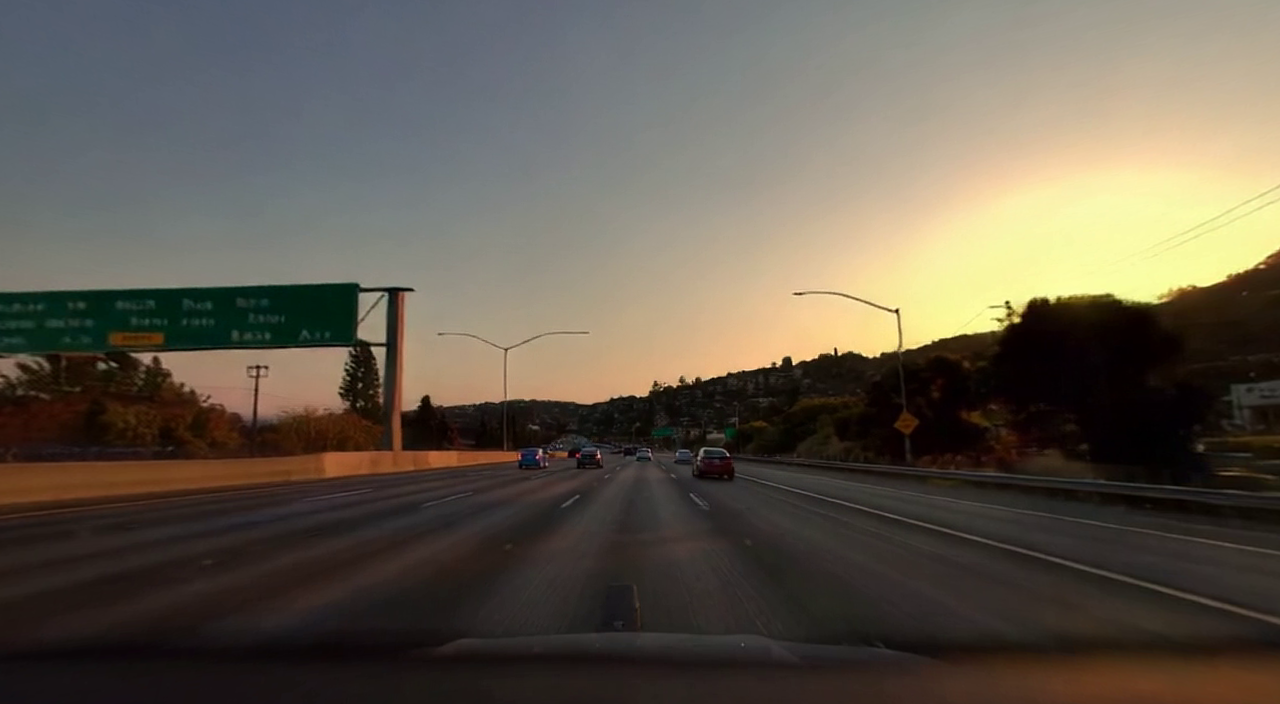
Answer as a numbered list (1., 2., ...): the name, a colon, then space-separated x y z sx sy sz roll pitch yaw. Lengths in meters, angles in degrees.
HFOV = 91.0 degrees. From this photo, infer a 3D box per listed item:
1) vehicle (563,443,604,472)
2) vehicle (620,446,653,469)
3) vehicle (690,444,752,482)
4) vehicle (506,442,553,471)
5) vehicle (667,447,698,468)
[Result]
1. vehicle: -3.373 6.438 38.630 2.091 1.664 4.157 0 -9 0
2. vehicle: -0.225 7.271 43.620 2.166 1.496 4.158 0 -9 0
3. vehicle: 3.469 4.855 27.819 2.077 1.527 4.553 0 -9 0
4. vehicle: -6.897 6.569 39.741 2.112 1.721 4.381 0 -9 1
5. vehicle: 3.190 8.012 48.069 2.036 1.517 4.256 0 -9 0
